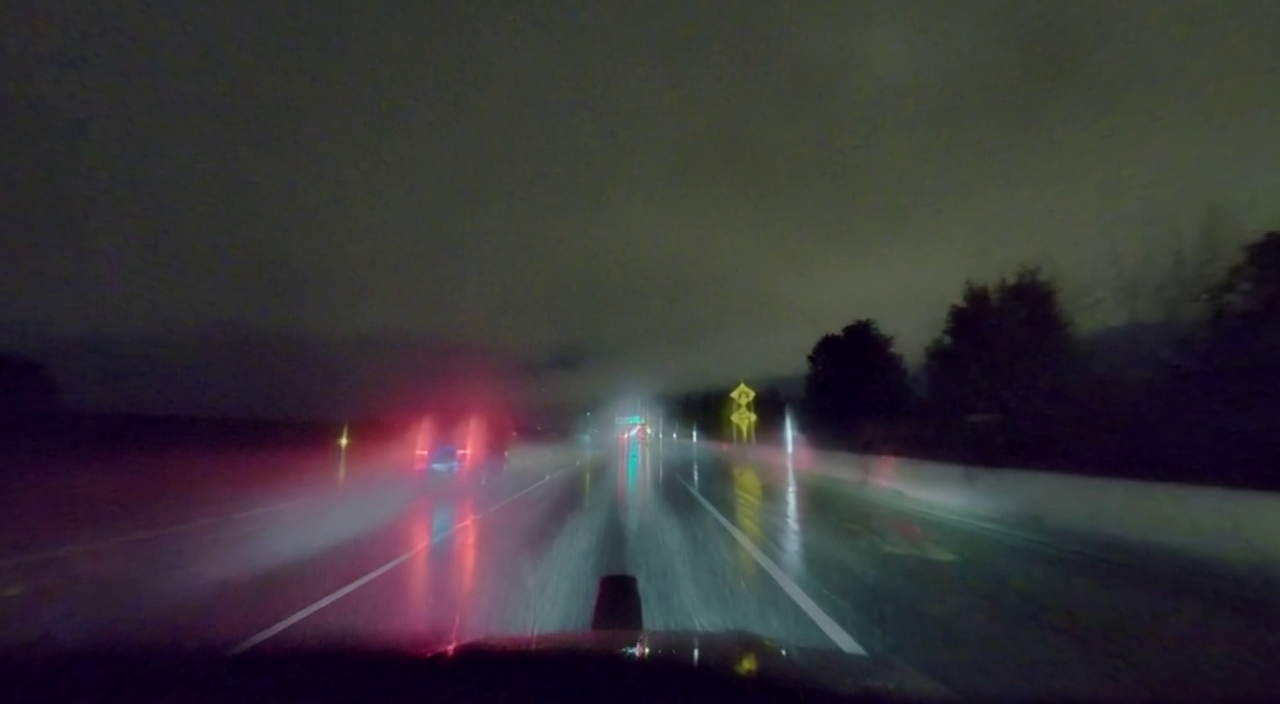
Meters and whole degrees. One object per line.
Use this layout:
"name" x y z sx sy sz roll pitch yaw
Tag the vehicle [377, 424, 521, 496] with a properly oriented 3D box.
"vehicle" -4.600 2.658 16.080 2.149 1.532 4.905 0 -8 0
